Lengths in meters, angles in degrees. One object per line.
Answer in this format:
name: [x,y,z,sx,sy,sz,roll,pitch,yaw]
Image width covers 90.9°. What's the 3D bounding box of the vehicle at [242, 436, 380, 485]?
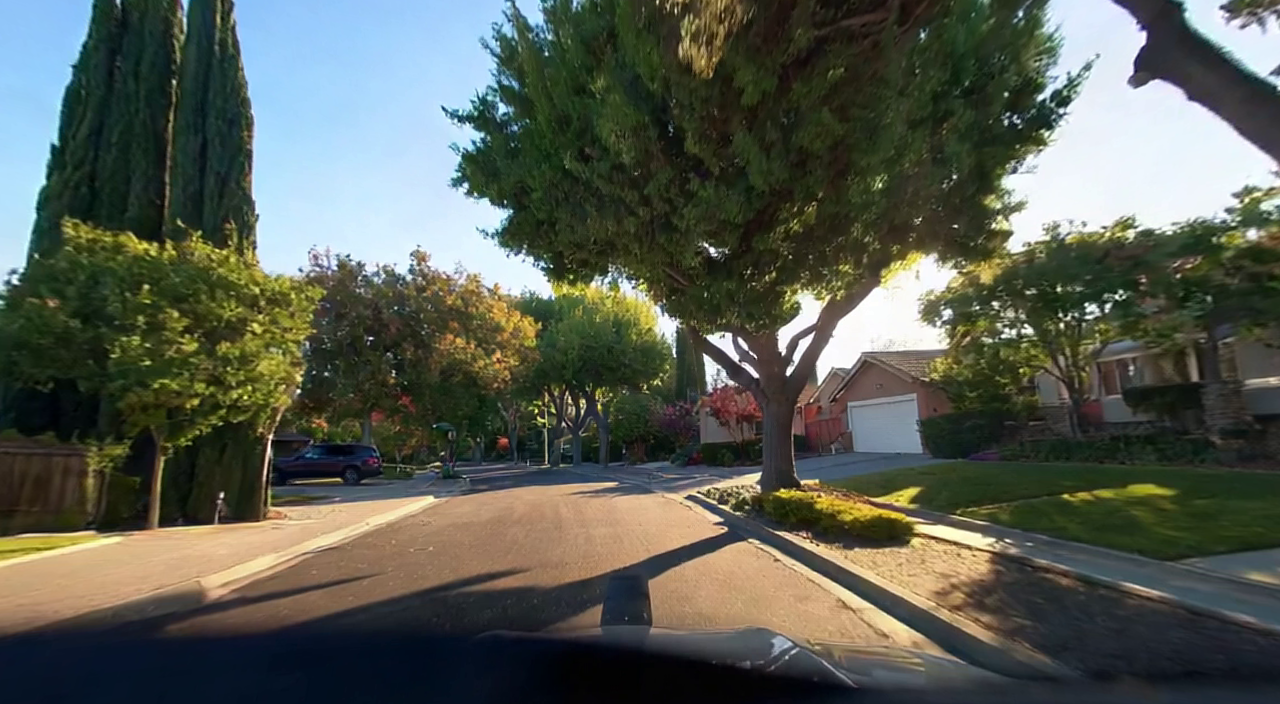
vehicle: [-13.769,4.548,26.671,4.961,1.757,1.971,2,-9,-25]
